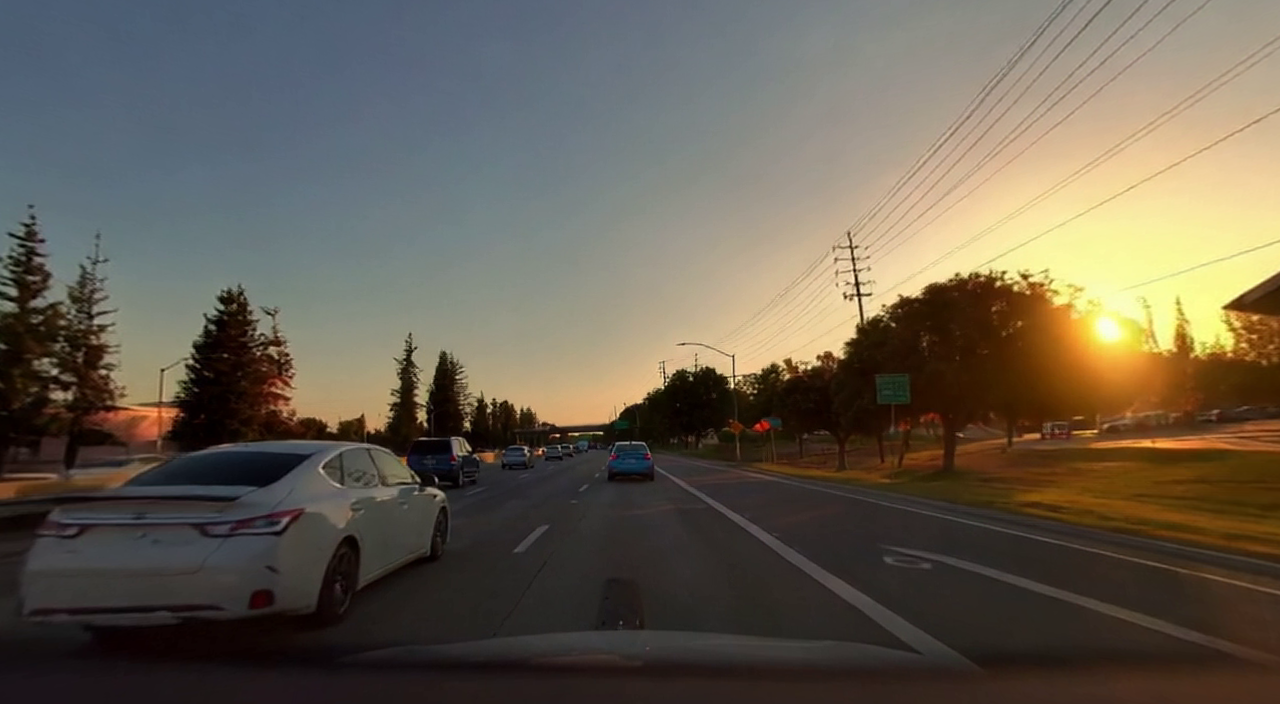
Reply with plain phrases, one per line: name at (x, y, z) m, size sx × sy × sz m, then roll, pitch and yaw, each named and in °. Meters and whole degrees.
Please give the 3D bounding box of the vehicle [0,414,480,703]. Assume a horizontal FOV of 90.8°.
vehicle at (-3.137, 1.442, 5.673) m, size 2.174 × 1.510 × 4.636 m, roll 0°, pitch -9°, yaw 0°

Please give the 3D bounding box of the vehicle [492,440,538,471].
vehicle at (-7.436, 6.164, 37.872) m, size 1.914 × 1.756 × 4.179 m, roll 0°, pitch -9°, yaw 0°

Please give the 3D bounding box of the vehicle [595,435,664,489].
vehicle at (-0.377, 3.711, 21.575) m, size 2.140 × 1.653 × 4.108 m, roll 0°, pitch -9°, yaw -1°
